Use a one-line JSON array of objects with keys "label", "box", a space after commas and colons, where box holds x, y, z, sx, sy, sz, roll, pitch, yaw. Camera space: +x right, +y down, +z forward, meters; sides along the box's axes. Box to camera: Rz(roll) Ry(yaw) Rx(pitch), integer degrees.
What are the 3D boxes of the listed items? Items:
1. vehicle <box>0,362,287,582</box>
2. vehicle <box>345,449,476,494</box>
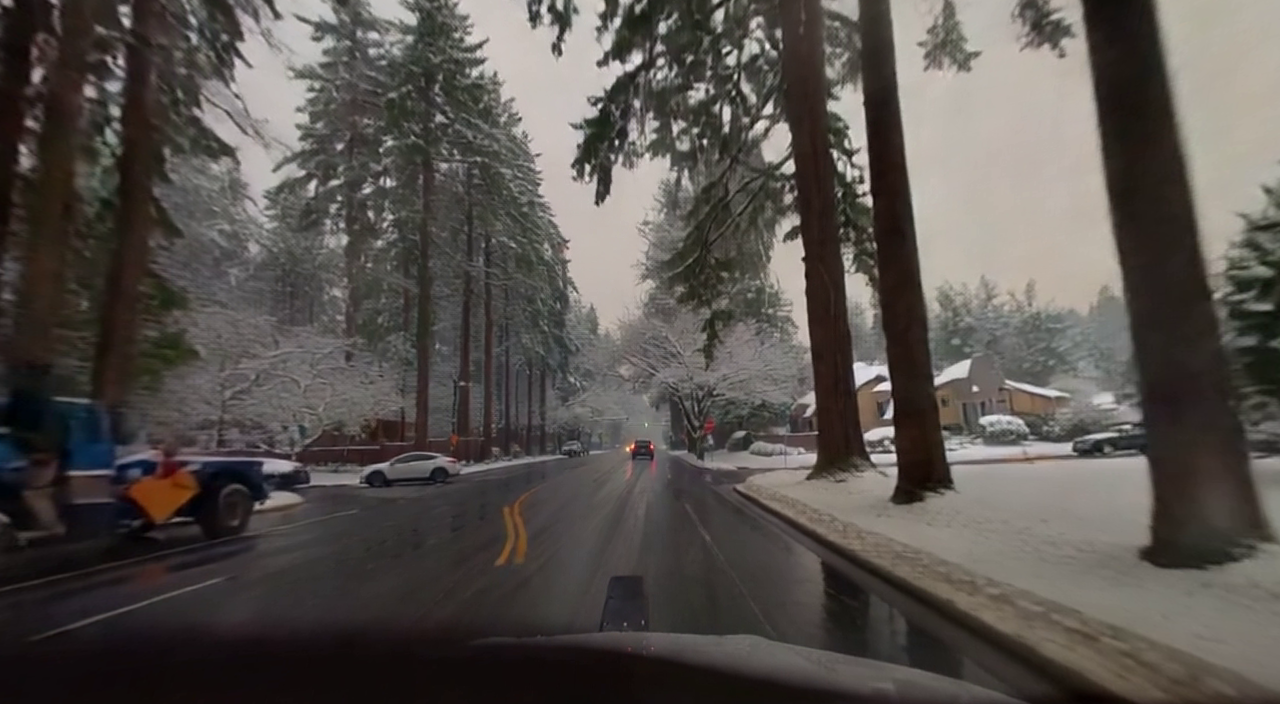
[{"label": "vehicle", "box": [-9.373, 1.941, 10.279, 2.816, 2.723, 7.506, -4, -9, 1]}, {"label": "vehicle", "box": [-9.392, 4.919, 26.060, 4.594, 1.696, 1.971, 1, -9, -1]}]
